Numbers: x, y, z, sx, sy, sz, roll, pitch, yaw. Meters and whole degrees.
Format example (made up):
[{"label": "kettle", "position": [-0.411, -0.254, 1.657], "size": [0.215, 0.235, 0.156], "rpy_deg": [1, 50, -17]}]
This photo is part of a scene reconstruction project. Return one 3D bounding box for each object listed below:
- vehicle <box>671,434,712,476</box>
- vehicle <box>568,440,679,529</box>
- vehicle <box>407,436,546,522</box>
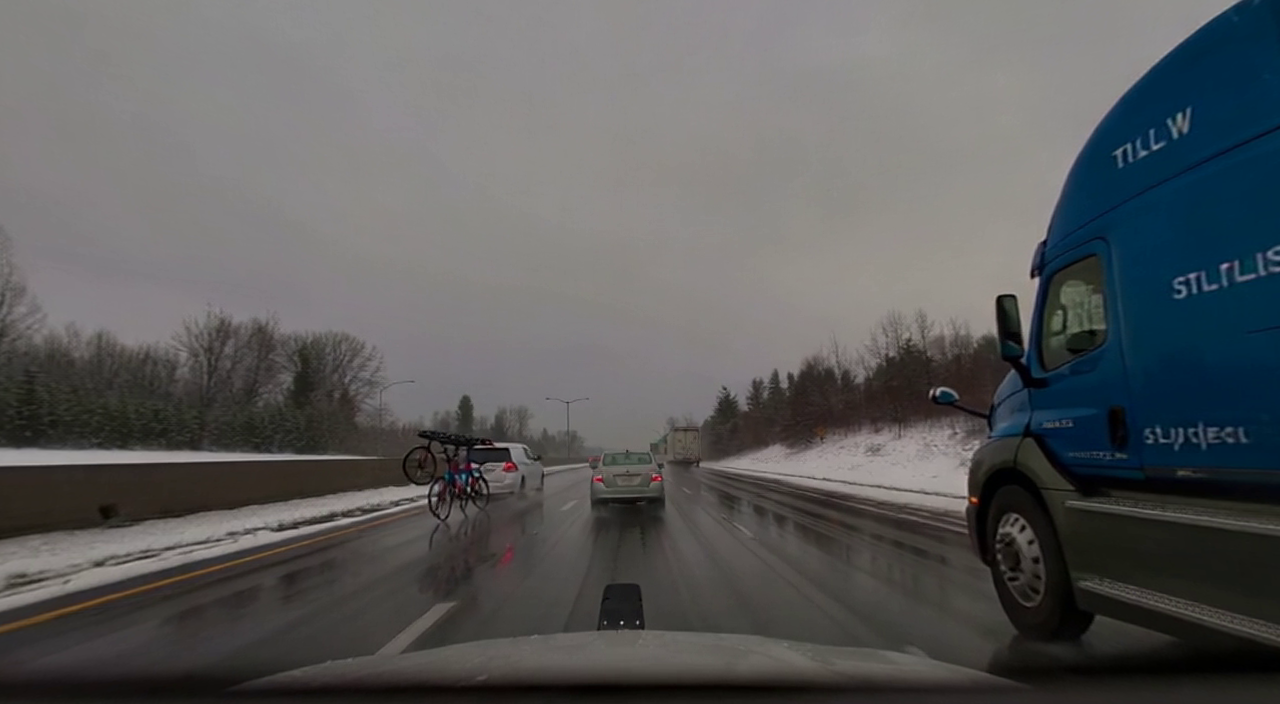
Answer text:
[{"label": "vehicle", "position": [3.484, 7.098, 43.652], "size": [2.234, 2.679, 5.372], "rpy_deg": [0, -9, -1]}, {"label": "vehicle", "position": [-0.298, 2.657, 13.095], "size": [1.973, 1.574, 3.426], "rpy_deg": [0, -9, 0]}, {"label": "vehicle", "position": [-3.576, 2.876, 14.799], "size": [1.985, 1.671, 4.604], "rpy_deg": [0, -9, 0]}]
